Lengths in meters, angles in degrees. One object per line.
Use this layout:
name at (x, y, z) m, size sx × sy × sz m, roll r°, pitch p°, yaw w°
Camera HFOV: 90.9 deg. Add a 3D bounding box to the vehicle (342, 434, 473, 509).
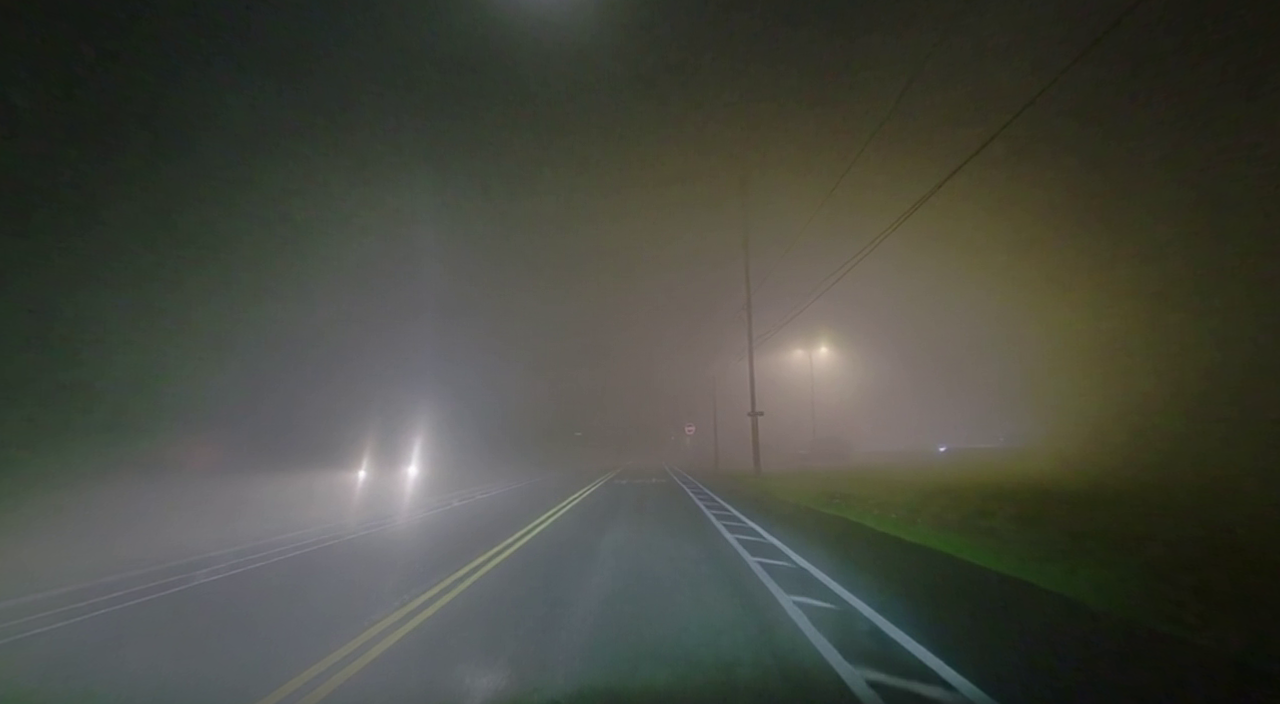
vehicle at (-6.333, 3.344, 17.831) m, size 1.992 × 1.797 × 4.372 m, roll -2°, pitch -10°, yaw 1°
